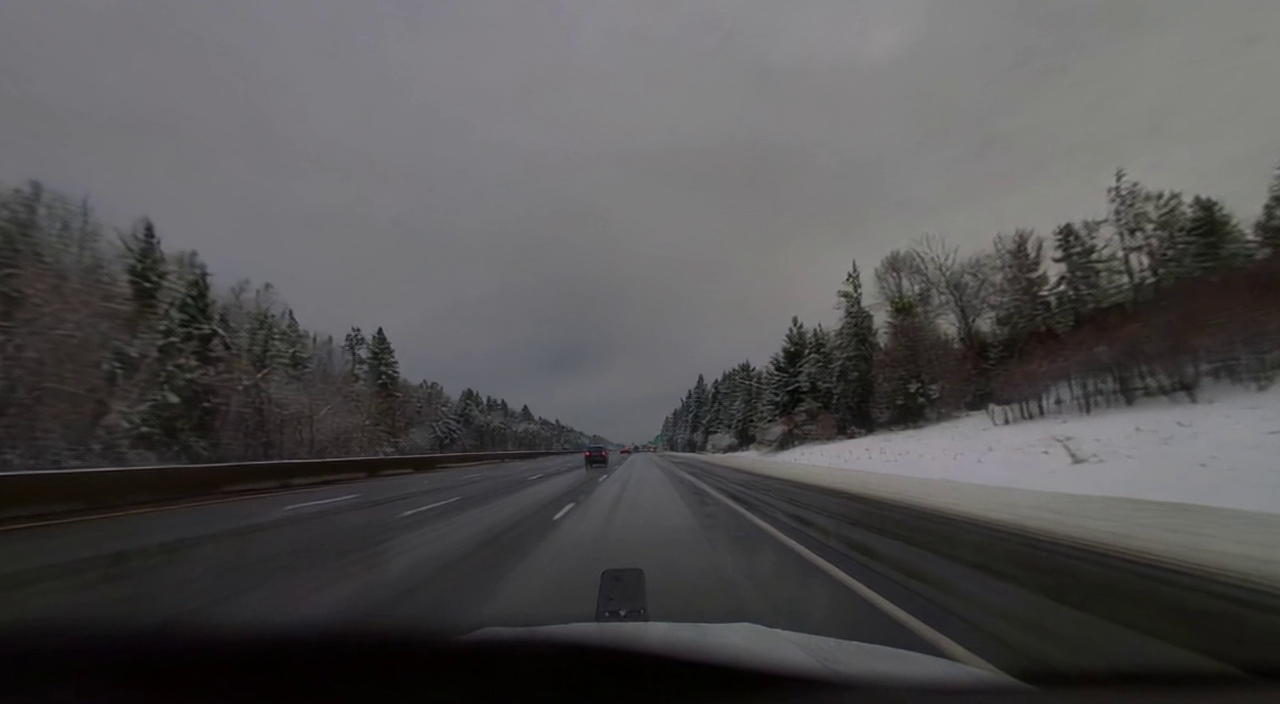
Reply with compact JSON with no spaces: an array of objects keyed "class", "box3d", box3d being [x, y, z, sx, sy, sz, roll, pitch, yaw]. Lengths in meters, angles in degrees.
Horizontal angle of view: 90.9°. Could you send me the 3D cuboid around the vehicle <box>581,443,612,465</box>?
[{"class":"vehicle","box3d":[-3.256,7.701,47.745,1.993,1.589,3.898,0,-8,0]}]
